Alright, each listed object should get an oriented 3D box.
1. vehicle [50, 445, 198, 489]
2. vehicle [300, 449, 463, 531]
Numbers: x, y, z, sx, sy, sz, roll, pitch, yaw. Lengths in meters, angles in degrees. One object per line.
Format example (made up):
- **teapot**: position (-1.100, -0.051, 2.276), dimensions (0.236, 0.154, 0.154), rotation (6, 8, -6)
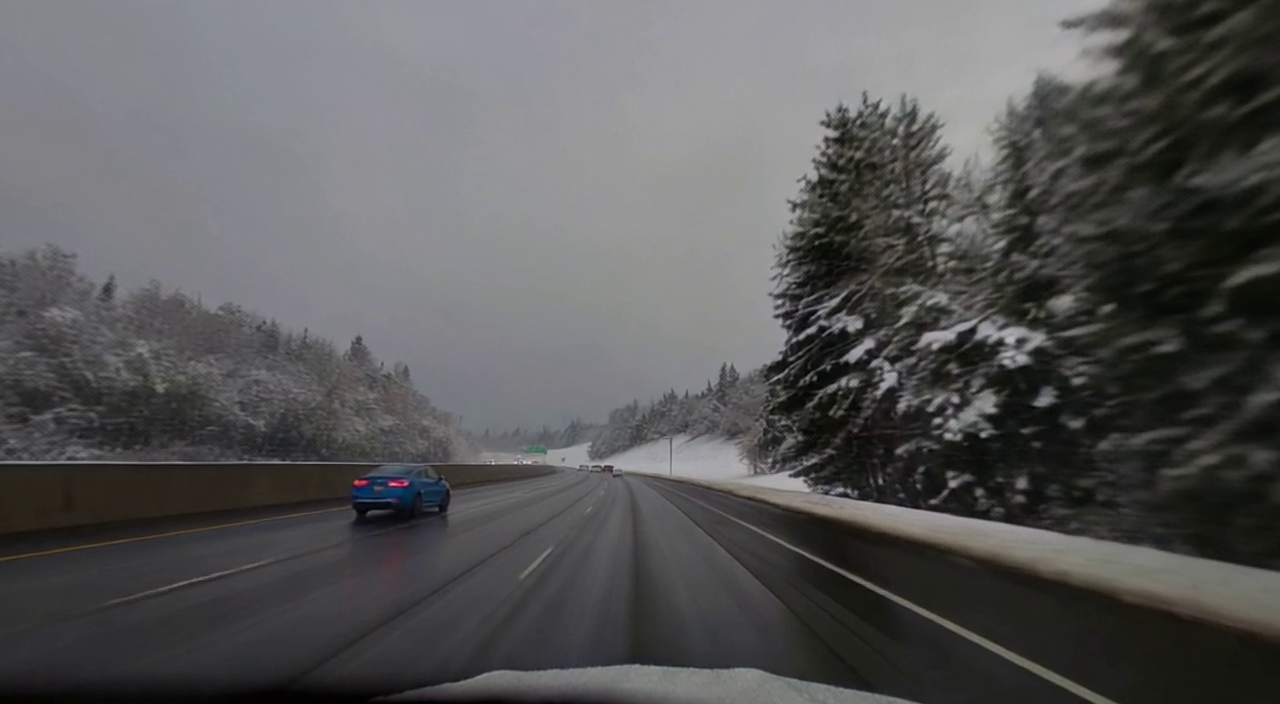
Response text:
- **vehicle**: position (-19.891, 4.503, 24.630), dimensions (2.002, 1.530, 4.517), rotation (1, -10, -2)
- **vehicle**: position (-6.224, 3.396, 15.897), dimensions (2.194, 1.704, 4.421), rotation (1, -10, 0)
